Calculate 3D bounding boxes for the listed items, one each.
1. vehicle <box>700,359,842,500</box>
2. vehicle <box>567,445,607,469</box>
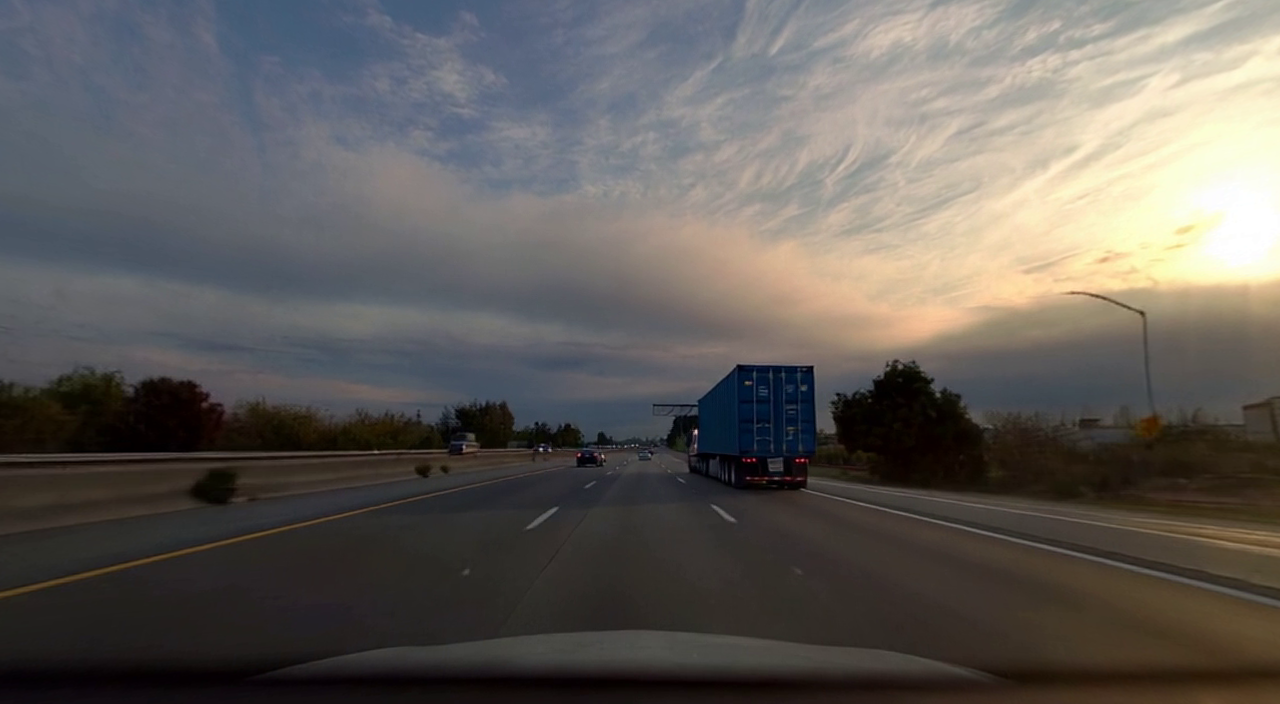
[{"bbox_3d":[4.365,3.207,24.601,2.821,4.046,12.876,0,-9,0],"label":"vehicle"},{"bbox_3d":[-3.762,7.625,45.951,2.370,1.647,5.091,0,-9,1],"label":"vehicle"}]
